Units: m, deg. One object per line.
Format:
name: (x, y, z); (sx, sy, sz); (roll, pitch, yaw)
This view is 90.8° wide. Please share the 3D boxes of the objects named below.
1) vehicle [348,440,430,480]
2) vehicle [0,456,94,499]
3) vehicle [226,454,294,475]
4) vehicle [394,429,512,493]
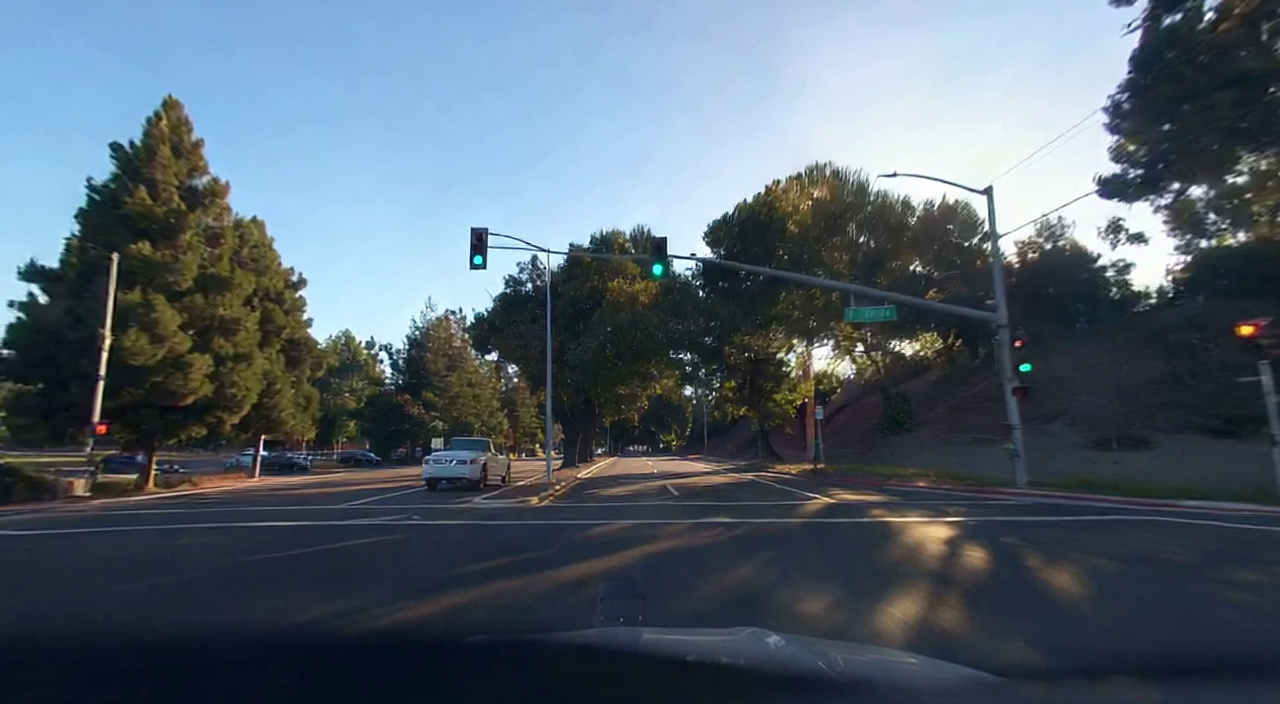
vehicle: (-12.222, 5.268, 31.126); (2.208, 1.821, 4.552); (0, -8, -1)
vehicle: (-27.206, 5.465, 27.604); (4.804, 1.685, 1.996); (0, -8, 0)
vehicle: (-27.557, 8.184, 45.859); (3.754, 1.437, 1.747); (0, -8, -1)
vehicle: (-6.060, 3.637, 21.488); (2.084, 1.823, 6.226); (0, -8, 0)
